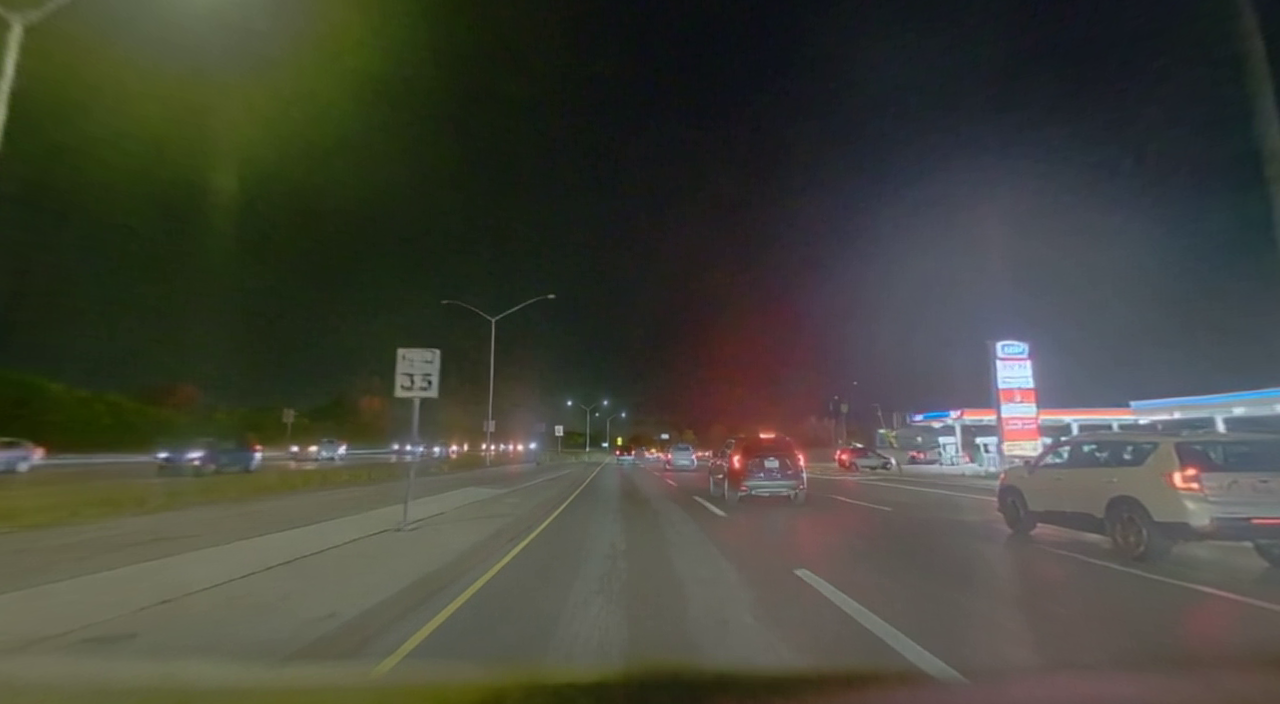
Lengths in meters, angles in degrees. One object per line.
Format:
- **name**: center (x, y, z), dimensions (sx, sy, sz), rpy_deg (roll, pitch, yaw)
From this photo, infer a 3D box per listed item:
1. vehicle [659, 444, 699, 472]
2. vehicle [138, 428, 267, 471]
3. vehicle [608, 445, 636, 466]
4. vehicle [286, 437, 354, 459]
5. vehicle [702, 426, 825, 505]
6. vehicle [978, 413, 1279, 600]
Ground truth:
- **vehicle**: center (2.318, 6.357, 38.136), dimensions (2.012, 1.612, 4.114), rpy_deg (0, -8, -2)
- **vehicle**: center (-18.212, 4.076, 26.564), dimensions (2.081, 1.654, 4.576), rpy_deg (0, -8, 1)
- **vehicle**: center (-1.367, 8.182, 49.975), dimensions (2.107, 1.527, 4.174), rpy_deg (0, -8, -1)
- **vehicle**: center (-21.816, 6.562, 43.188), dimensions (2.124, 1.459, 4.591), rpy_deg (0, -8, 2)
- **vehicle**: center (3.043, 2.913, 16.702), dimensions (2.184, 1.777, 4.712), rpy_deg (0, -8, -1)
- **vehicle**: center (6.239, 1.644, 7.655), dimensions (1.881, 1.604, 4.289), rpy_deg (0, -8, 0)
